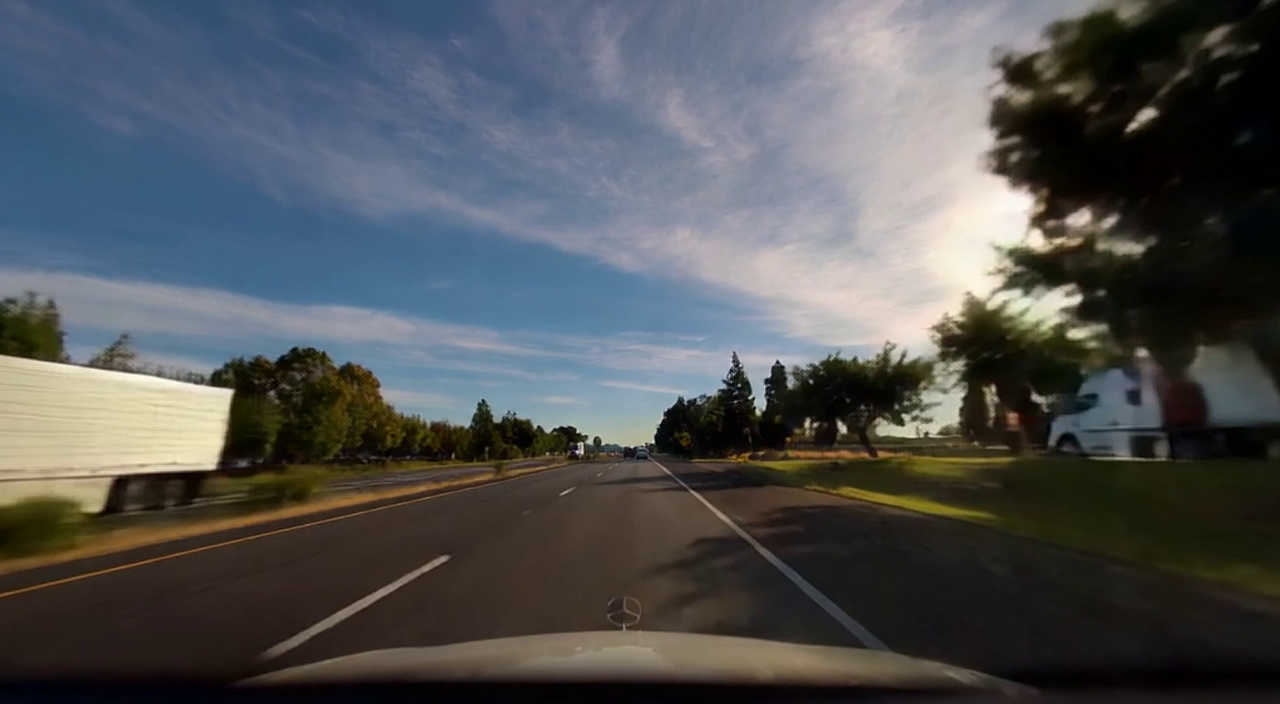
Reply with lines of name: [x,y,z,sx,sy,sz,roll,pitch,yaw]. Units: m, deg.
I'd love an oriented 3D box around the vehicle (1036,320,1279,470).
vehicle: [18.209,1.705,20.304,3.038,3.945,10.598,1,-9,-6]
